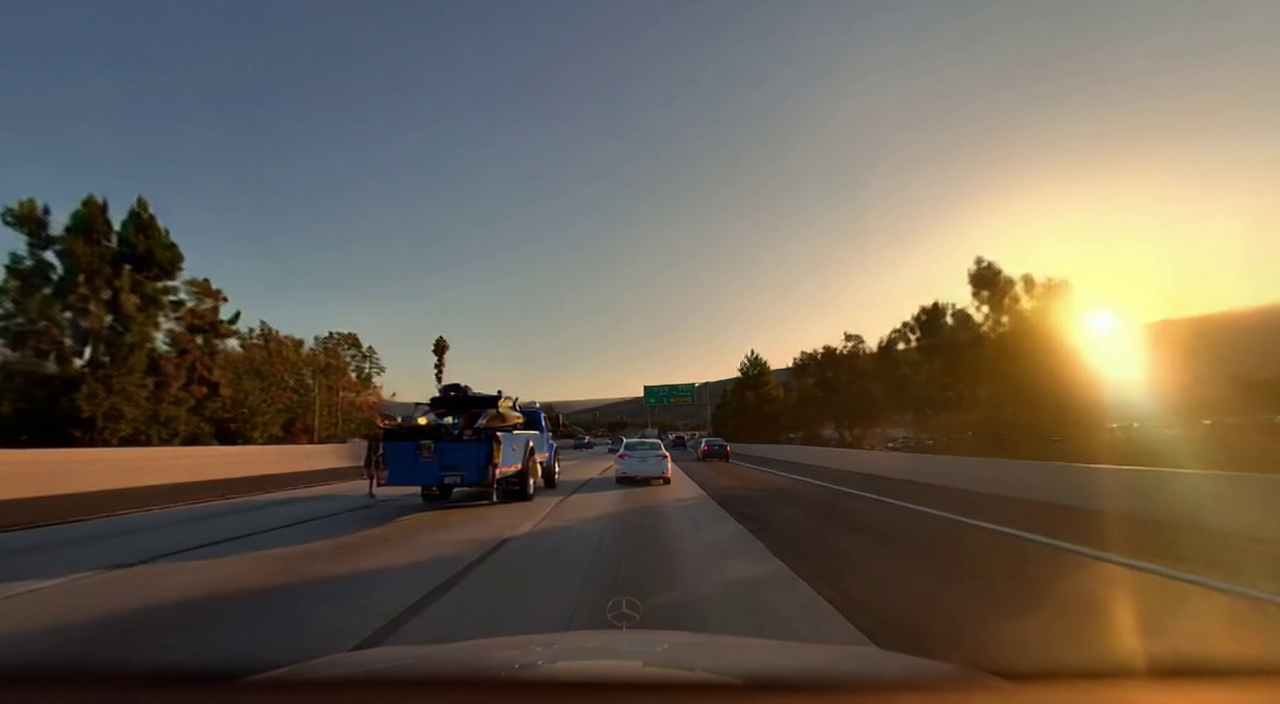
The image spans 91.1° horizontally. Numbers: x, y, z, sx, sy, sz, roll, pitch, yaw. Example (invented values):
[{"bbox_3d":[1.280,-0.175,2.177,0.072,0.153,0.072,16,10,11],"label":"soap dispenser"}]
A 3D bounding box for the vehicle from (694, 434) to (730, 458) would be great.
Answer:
[{"bbox_3d":[5.053,6.653,44.466,2.079,1.656,4.506,0,-8,1],"label":"vehicle"}]

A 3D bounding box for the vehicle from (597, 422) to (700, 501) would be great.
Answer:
[{"bbox_3d":[0.185,2.650,15.535,2.165,1.653,4.456,0,-8,0],"label":"vehicle"}]

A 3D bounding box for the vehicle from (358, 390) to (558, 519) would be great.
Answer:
[{"bbox_3d":[-3.395,2.109,13.303,2.526,2.146,5.594,0,-8,0],"label":"vehicle"}]
